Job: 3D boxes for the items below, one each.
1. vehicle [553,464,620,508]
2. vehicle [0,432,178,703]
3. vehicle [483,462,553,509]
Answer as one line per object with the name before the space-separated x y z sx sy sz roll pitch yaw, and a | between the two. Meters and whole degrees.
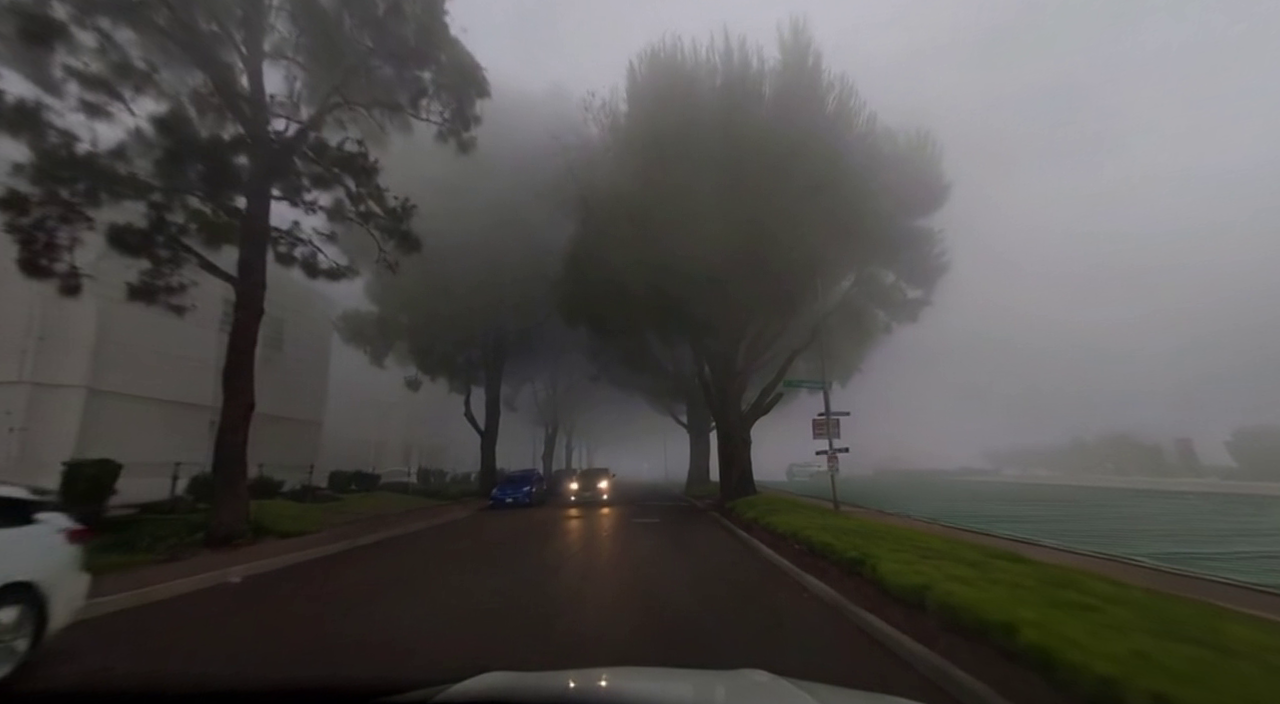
vehicle | -1.912 5.027 23.912 1.978 1.453 4.314 1 -11 2
vehicle | -4.641 1.127 2.859 1.903 1.542 4.115 -1 -10 1
vehicle | -4.538 5.000 23.957 2.011 1.596 3.760 -1 -10 -2
